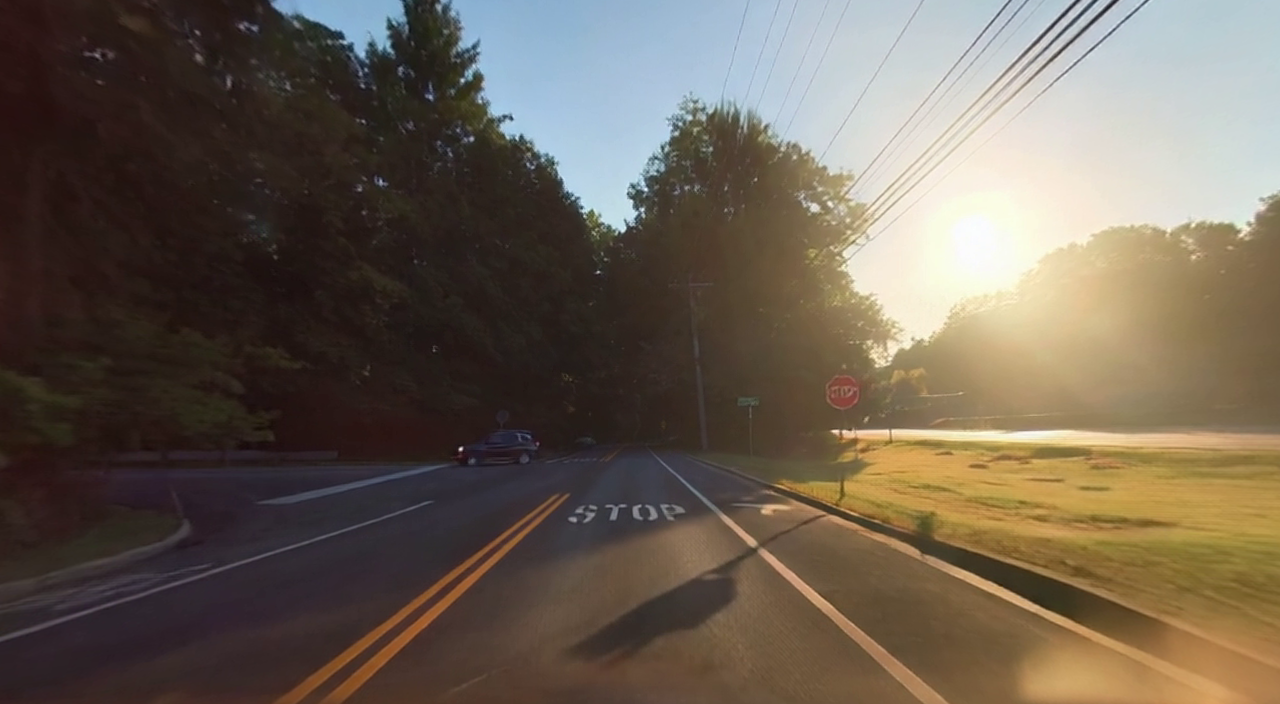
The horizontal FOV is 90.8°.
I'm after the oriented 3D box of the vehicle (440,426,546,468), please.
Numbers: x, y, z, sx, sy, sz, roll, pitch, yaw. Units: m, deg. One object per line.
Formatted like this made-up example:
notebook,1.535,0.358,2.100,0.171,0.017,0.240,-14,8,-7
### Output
vehicle,-7.526,4.921,32.781,2.348,1.973,5.020,-6,-10,35
